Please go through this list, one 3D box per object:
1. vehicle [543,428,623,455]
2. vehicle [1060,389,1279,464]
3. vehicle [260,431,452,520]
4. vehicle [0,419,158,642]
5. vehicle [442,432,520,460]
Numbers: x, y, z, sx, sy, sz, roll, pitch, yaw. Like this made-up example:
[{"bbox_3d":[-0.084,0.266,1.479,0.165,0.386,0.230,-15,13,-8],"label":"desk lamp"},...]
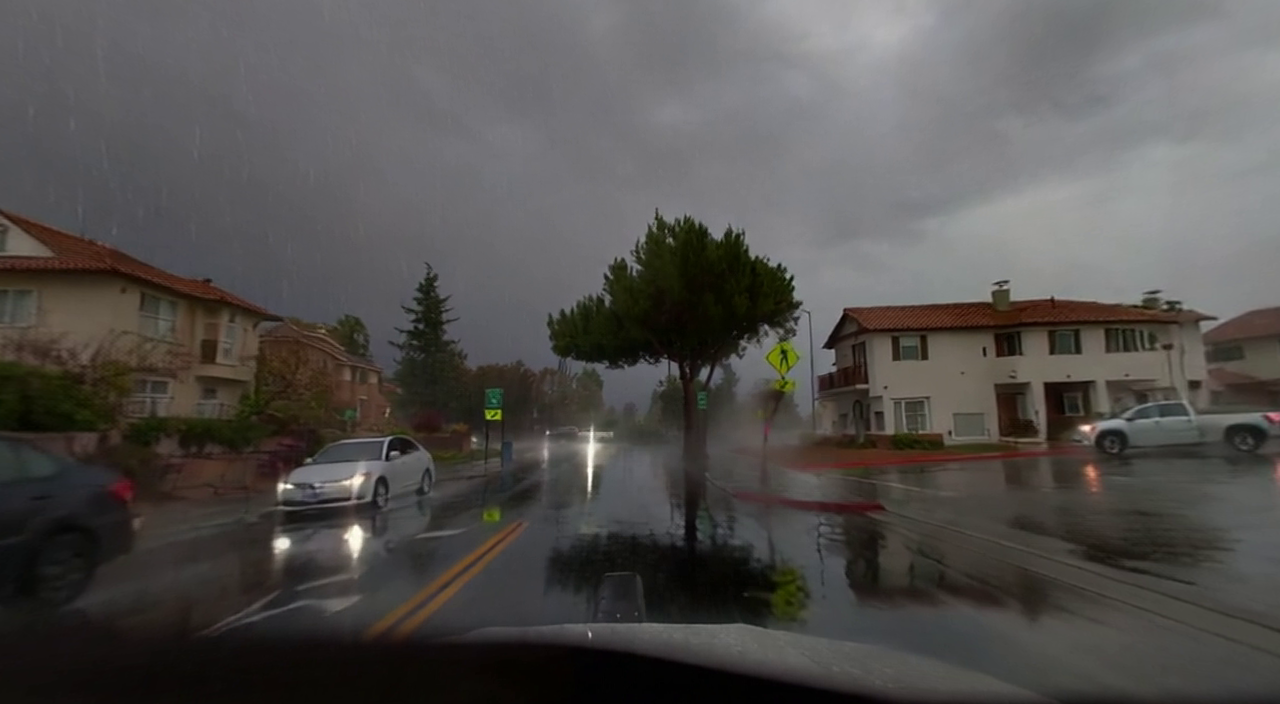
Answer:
[{"bbox_3d":[-3.982,6.297,44.437,5.181,1.768,2.139,3,-8,-25],"label":"vehicle"},{"bbox_3d":[14.153,2.052,17.076,4.184,1.817,2.026,-4,-8,23],"label":"vehicle"},{"bbox_3d":[-5.423,2.382,12.747,1.919,1.464,4.155,0,-8,0],"label":"vehicle"},{"bbox_3d":[-5.378,1.175,3.869,1.842,1.540,3.704,0,-8,0],"label":"vehicle"},{"bbox_3d":[-10.159,5.976,40.228,4.639,1.700,2.002,2,-8,-18],"label":"vehicle"}]
